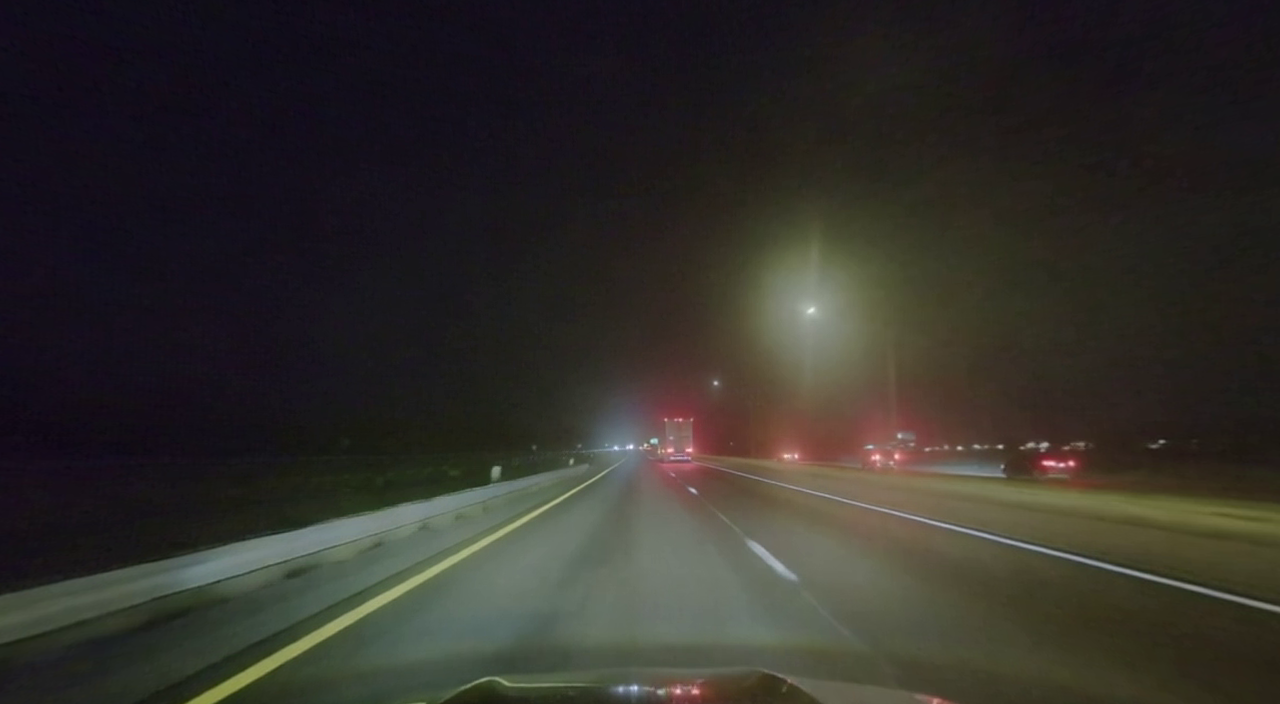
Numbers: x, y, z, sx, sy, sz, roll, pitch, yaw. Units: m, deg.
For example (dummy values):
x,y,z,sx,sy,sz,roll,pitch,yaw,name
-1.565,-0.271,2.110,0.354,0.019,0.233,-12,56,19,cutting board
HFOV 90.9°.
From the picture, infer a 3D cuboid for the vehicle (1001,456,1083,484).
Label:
x,y,z,sx,sy,sz,roll,pitch,yaw,name
23.607,6.918,37.192,1.836,1.499,3.936,1,-9,-8,vehicle
